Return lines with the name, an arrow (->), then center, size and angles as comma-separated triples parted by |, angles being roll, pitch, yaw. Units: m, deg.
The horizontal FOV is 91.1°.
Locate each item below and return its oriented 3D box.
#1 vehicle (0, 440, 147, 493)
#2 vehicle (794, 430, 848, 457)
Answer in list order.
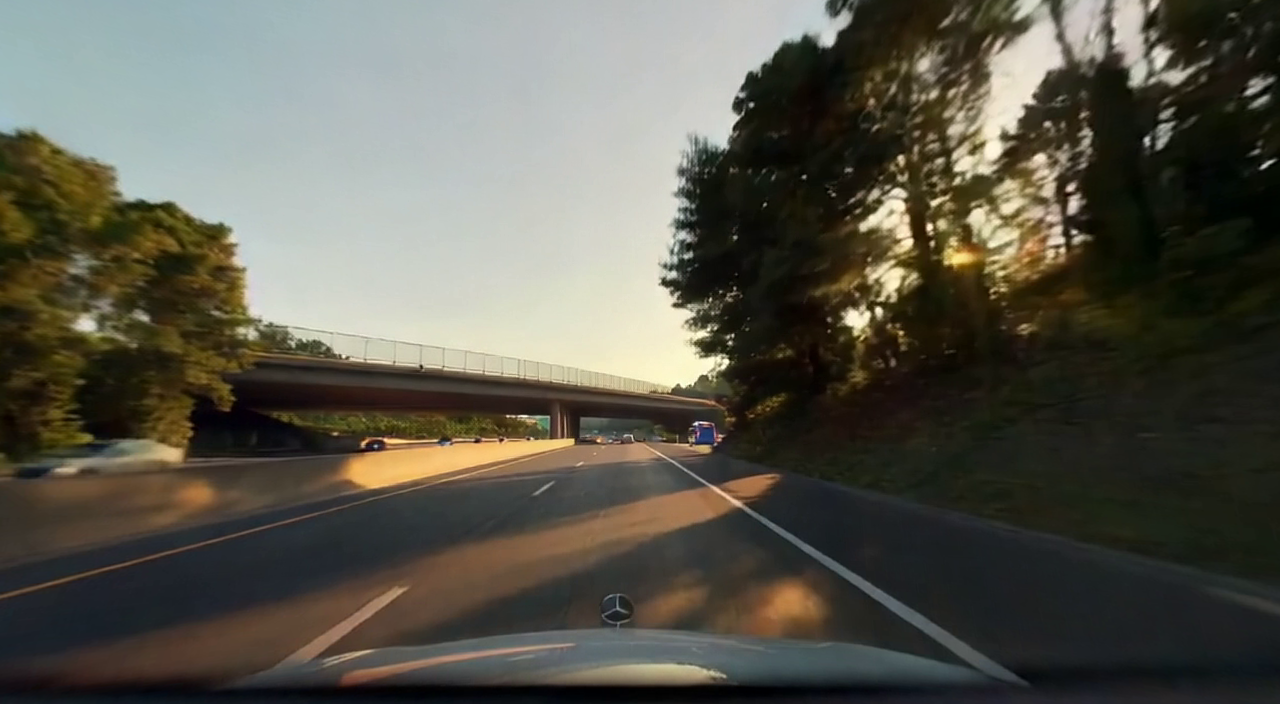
vehicle -> -17.055, 3.375, 18.895 | 1.625, 1.401, 3.489 | 0, -8, -1
vehicle -> 10.309, 5.246, 36.105 | 1.880, 1.460, 3.770 | 0, -8, -2
